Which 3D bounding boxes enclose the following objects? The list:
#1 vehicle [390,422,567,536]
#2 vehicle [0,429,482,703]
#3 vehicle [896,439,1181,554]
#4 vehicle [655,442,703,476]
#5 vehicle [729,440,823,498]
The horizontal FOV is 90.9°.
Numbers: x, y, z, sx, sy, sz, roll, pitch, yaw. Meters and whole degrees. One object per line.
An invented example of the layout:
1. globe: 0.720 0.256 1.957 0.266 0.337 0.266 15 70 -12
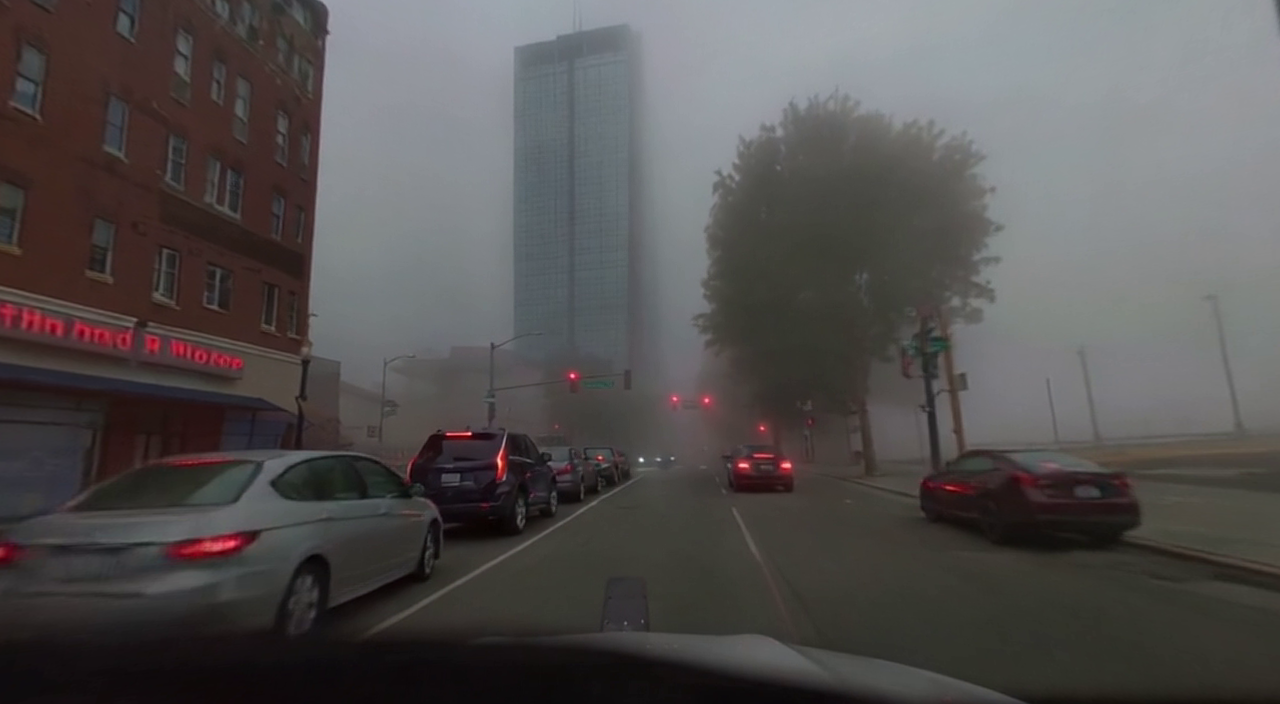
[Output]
1. vehicle: -2.867 2.362 12.367 2.043 1.819 4.294 -1 -8 4
2. vehicle: -3.106 1.513 5.721 2.214 1.496 4.648 0 -8 -1
3. vehicle: 6.039 2.186 10.403 1.956 1.446 4.537 -1 -8 4
4. vehicle: 1.909 5.062 30.087 2.102 1.521 4.078 -1 -8 5
5. vehicle: 3.823 3.341 18.499 2.150 1.464 4.467 -1 -8 5
